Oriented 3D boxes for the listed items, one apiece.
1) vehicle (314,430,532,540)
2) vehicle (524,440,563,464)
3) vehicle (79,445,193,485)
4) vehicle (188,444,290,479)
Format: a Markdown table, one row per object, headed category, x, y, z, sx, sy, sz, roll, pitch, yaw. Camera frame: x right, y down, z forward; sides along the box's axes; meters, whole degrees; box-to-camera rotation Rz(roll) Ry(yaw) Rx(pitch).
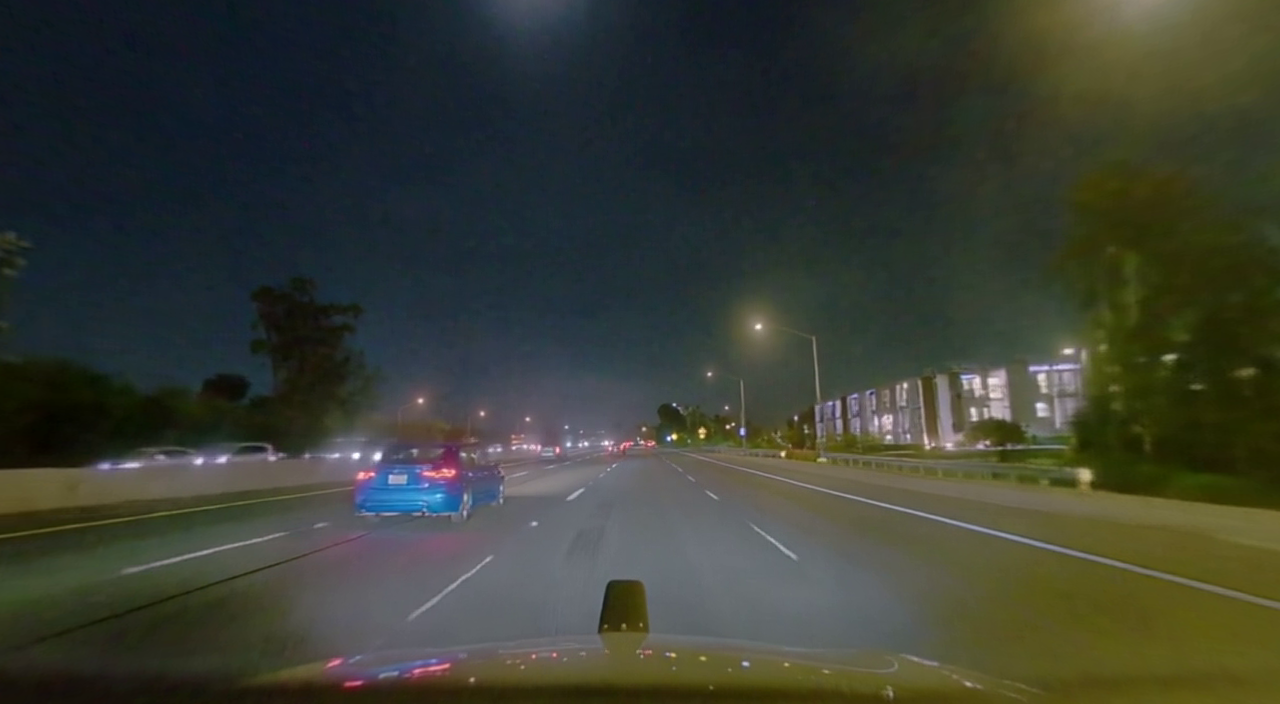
| category | x | y | z | sx | sy | sz | roll | pitch | yaw |
| --- | --- | --- | --- | --- | --- | --- | --- | --- | --- |
| vehicle | -3.550 | 2.281 | 11.600 | 2.144 | 1.565 | 4.951 | 0 | -8 | 1 |
| vehicle | -7.096 | 7.388 | 46.799 | 2.118 | 1.675 | 4.395 | 0 | -8 | 1 |
| vehicle | -24.718 | 5.526 | 31.188 | 1.890 | 1.792 | 4.469 | 0 | -8 | 0 |
| vehicle | -21.019 | 5.744 | 33.391 | 2.038 | 1.683 | 4.989 | 0 | -8 | 1 |
